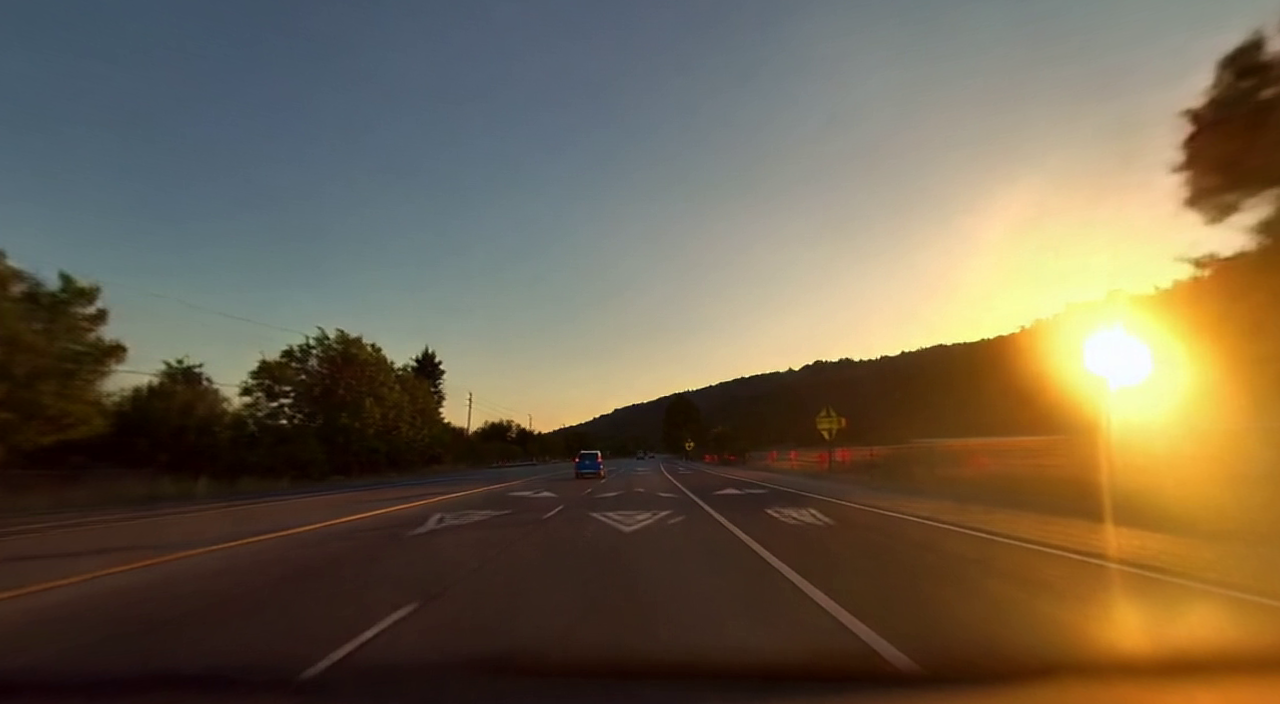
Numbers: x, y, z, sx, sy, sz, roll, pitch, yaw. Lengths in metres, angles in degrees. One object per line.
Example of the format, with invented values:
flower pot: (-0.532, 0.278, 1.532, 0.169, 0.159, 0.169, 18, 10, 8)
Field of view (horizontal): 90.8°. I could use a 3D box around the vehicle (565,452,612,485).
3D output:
vehicle: (-2.734, 6.276, 34.279, 2.053, 1.647, 4.252, -1, -9, 2)
